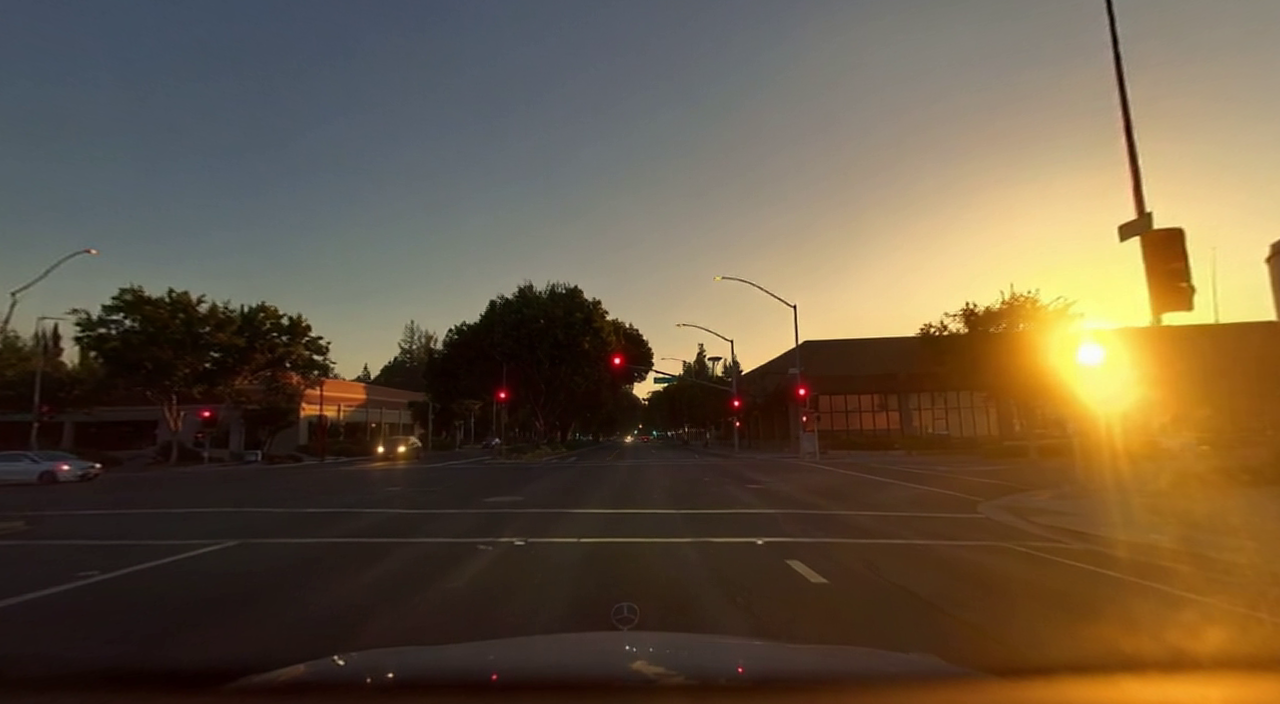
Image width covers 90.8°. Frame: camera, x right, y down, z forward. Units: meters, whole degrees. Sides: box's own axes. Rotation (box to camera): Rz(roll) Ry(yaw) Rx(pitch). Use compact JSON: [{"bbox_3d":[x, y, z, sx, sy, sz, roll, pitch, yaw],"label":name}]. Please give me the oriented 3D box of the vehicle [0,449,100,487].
[{"bbox_3d":[-25.441,4.774,26.040,4.500,1.465,1.936,0,-8,-1],"label":"vehicle"}]
